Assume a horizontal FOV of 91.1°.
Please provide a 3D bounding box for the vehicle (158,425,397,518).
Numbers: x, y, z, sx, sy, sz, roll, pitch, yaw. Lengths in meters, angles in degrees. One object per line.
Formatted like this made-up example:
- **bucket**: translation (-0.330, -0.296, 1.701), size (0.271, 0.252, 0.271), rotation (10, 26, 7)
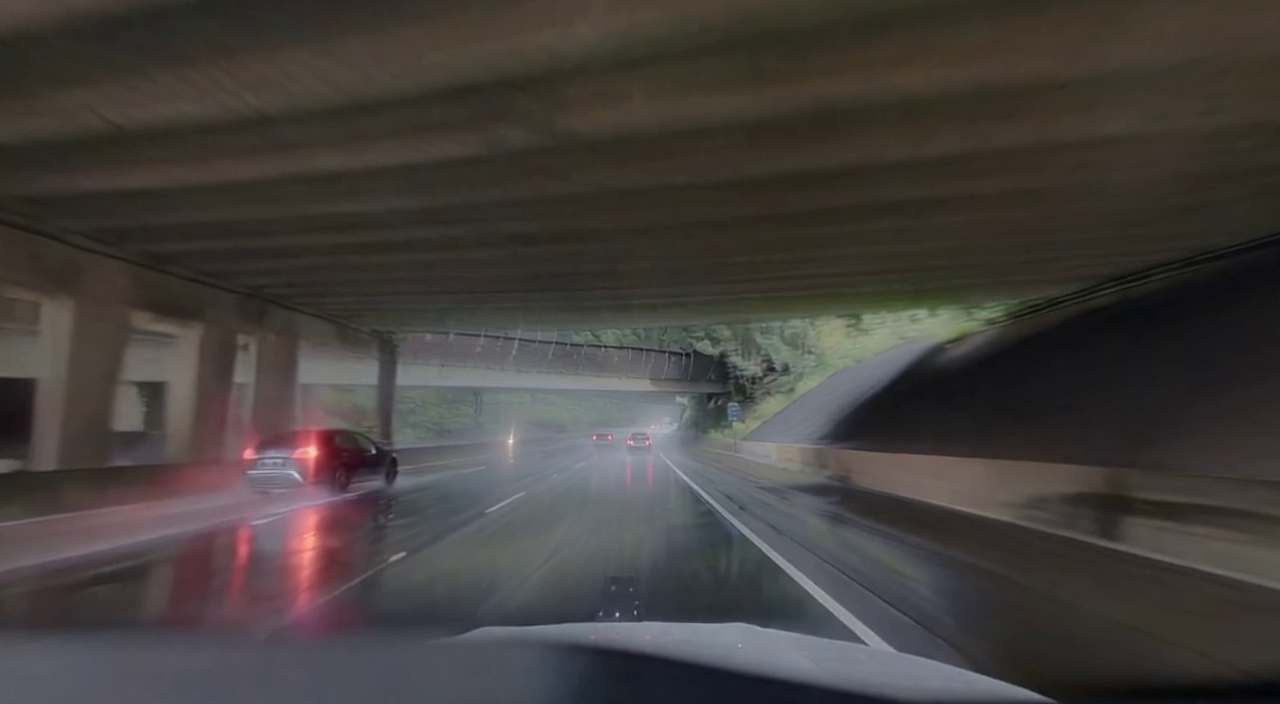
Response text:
- **vehicle**: translation (-6.871, 2.276, 12.665), size (2.118, 1.524, 4.422), rotation (0, -8, 1)
